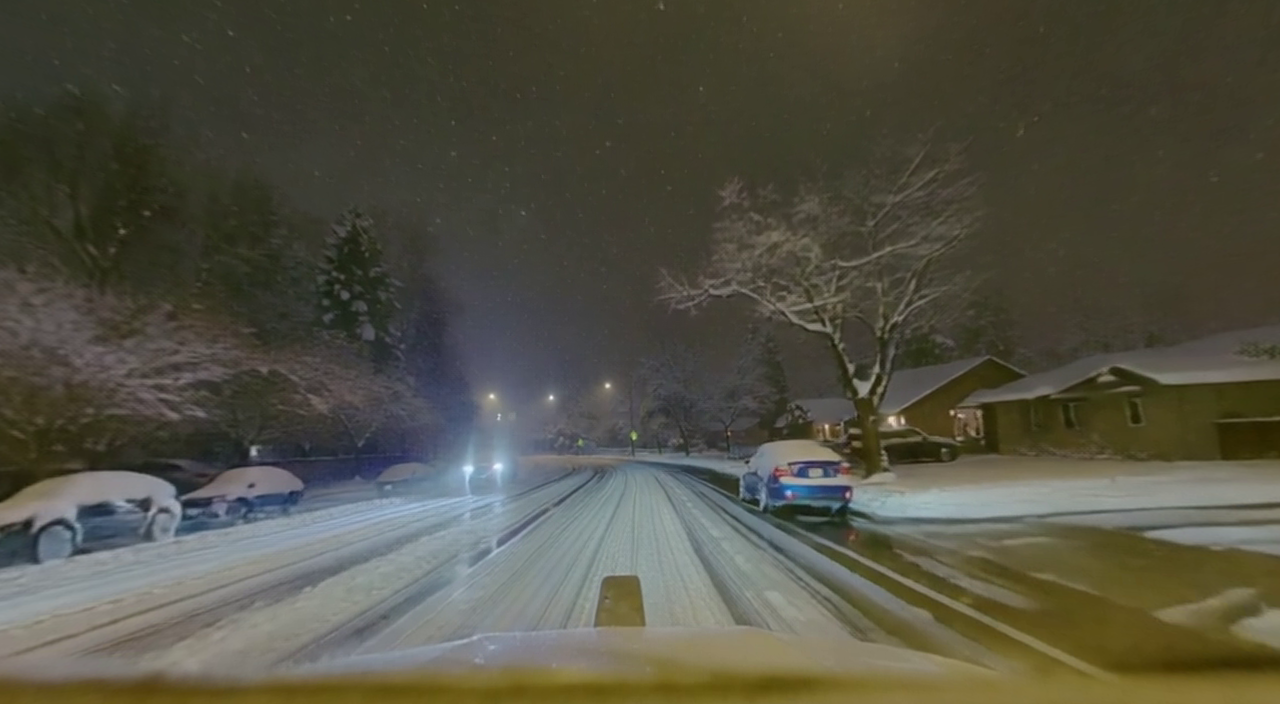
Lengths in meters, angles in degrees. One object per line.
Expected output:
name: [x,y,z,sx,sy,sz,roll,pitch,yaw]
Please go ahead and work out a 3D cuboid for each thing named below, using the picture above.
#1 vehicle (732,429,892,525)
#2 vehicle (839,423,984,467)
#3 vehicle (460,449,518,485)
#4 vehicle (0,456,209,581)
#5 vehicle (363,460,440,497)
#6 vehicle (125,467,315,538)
vehicle: [3.687,2.799,14.859,2.176,1.793,5.534,0,-9,0]
vehicle: [12.495,4.349,29.464,5.437,1.931,2.837,0,-9,1]
vehicle: [-7.670,5.852,32.493,2.090,1.724,4.270,1,-9,-2]
vehicle: [-11.017,2.967,12.128,2.293,1.836,4.586,0,-9,-2]
vehicle: [-11.102,5.920,29.795,1.922,1.496,4.598,0,-9,-1]
vehicle: [-11.081,3.959,17.199,1.958,1.493,4.671,0,-9,0]
